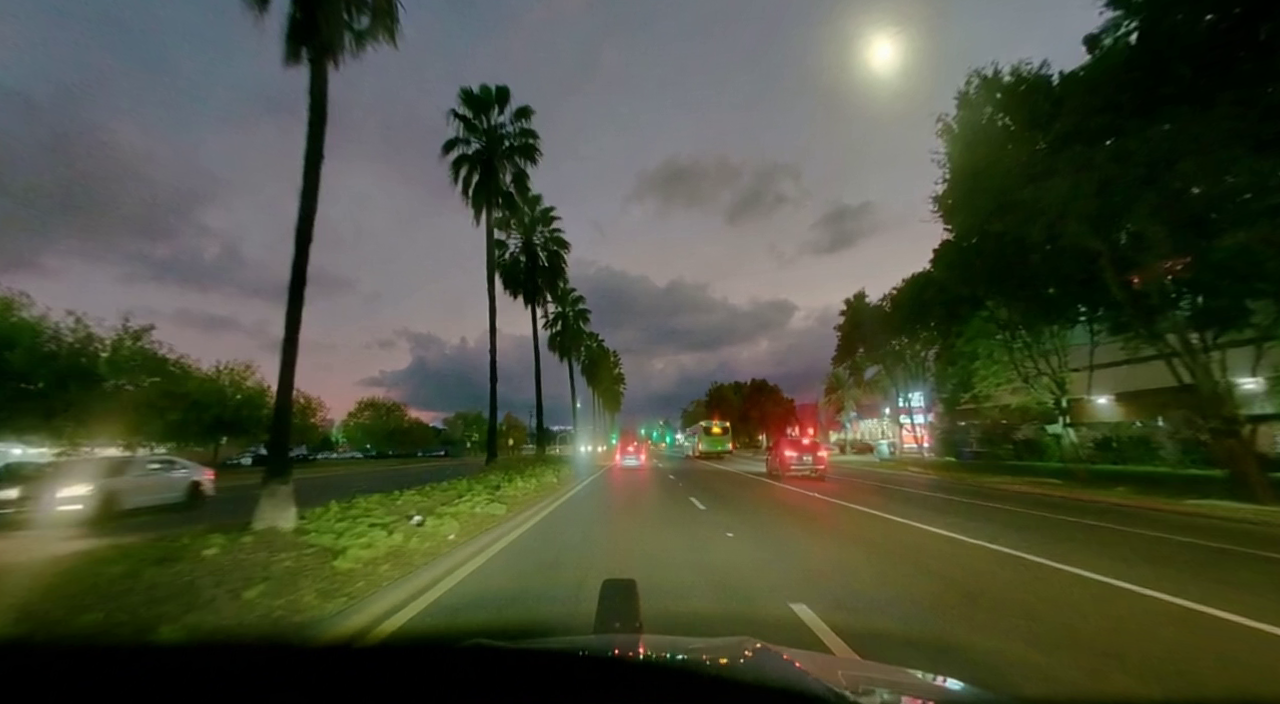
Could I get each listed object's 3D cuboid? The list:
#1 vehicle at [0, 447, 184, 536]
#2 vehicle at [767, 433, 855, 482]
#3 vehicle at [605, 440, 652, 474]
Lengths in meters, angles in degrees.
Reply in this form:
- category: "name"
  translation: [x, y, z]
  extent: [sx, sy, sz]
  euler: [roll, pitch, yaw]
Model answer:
- category: "vehicle"
  translation: [-11.734, 2.648, 12.575]
  extent: [1.925, 1.488, 4.485]
  euler: [0, -9, 0]
- category: "vehicle"
  translation: [6.287, 3.926, 23.716]
  extent: [2.031, 1.670, 4.154]
  euler: [0, -9, -1]
- category: "vehicle"
  translation: [-0.485, 4.890, 29.619]
  extent: [2.065, 1.477, 4.306]
  euler: [0, -9, 0]
